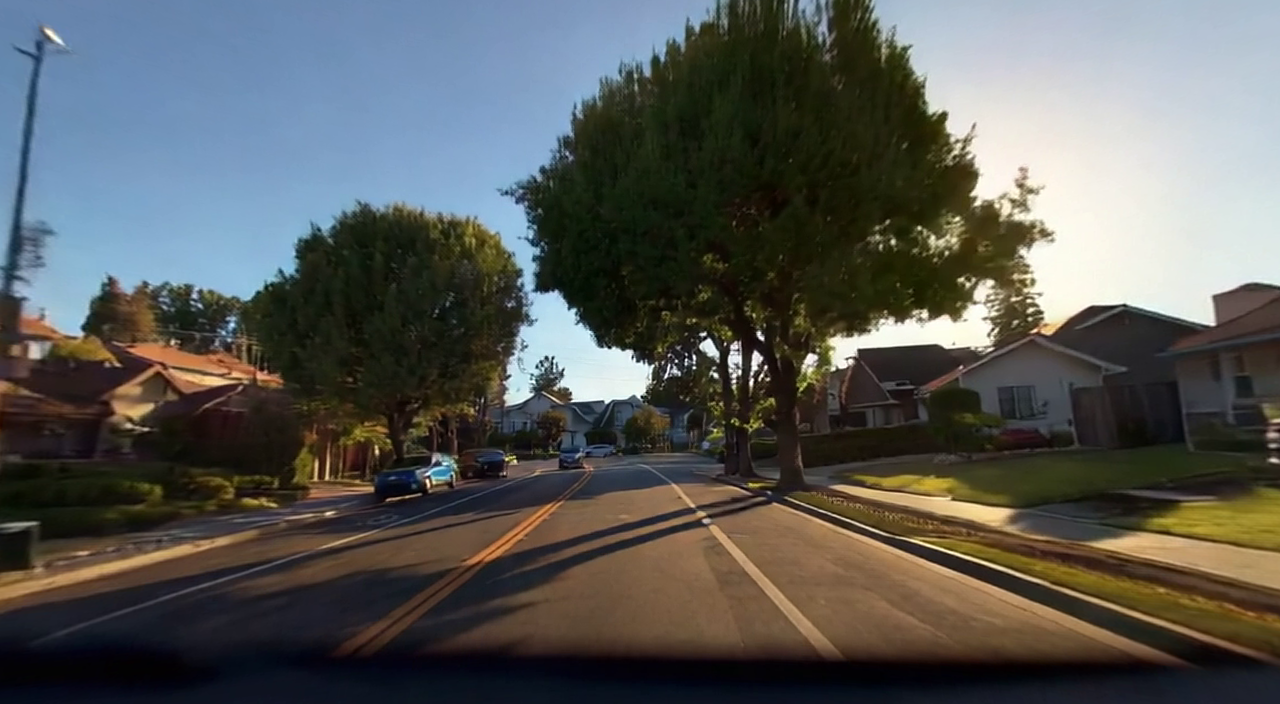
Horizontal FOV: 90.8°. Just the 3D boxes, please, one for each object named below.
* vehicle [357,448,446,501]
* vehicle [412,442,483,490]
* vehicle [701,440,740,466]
[{"bbox_3d":[-9.487,4.849,25.525,1.998,1.689,4.384,-4,-7,-2],"label":"vehicle"},{"bbox_3d":[-9.711,5.742,32.266,2.099,2.001,4.845,-4,-7,-1],"label":"vehicle"},{"bbox_3d":[5.471,6.944,43.486,2.010,1.694,4.661,0,-9,-1],"label":"vehicle"}]
